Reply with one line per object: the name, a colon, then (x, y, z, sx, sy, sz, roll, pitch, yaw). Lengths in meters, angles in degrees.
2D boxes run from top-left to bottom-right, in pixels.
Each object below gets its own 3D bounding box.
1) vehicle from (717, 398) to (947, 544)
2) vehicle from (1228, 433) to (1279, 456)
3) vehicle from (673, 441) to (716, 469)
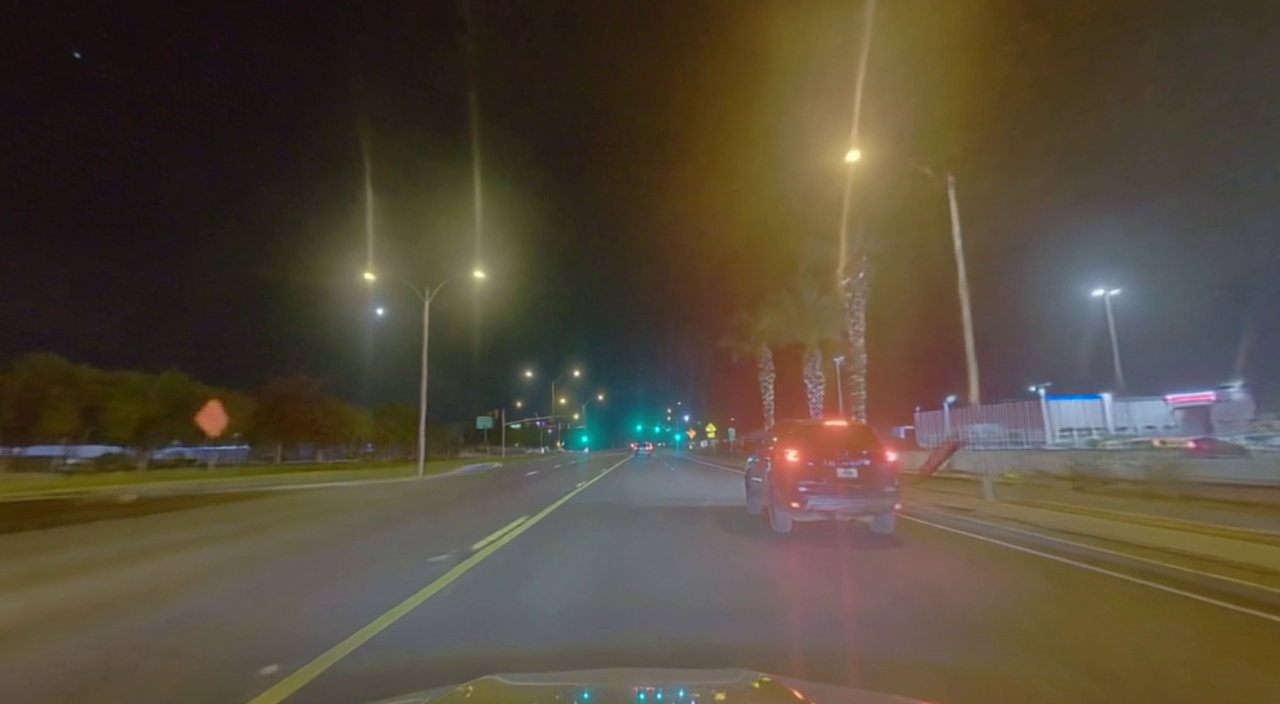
vehicle: (2.965, 2.029, 11.441, 2.386, 1.970, 5.665, 0, -8, 0)
vehicle: (46.636, 6.981, 47.293, 4.300, 1.684, 1.992, 5, -10, -29)
vehicle: (3.201, 6.162, 37.713, 2.148, 1.562, 4.642, 0, -8, 0)
